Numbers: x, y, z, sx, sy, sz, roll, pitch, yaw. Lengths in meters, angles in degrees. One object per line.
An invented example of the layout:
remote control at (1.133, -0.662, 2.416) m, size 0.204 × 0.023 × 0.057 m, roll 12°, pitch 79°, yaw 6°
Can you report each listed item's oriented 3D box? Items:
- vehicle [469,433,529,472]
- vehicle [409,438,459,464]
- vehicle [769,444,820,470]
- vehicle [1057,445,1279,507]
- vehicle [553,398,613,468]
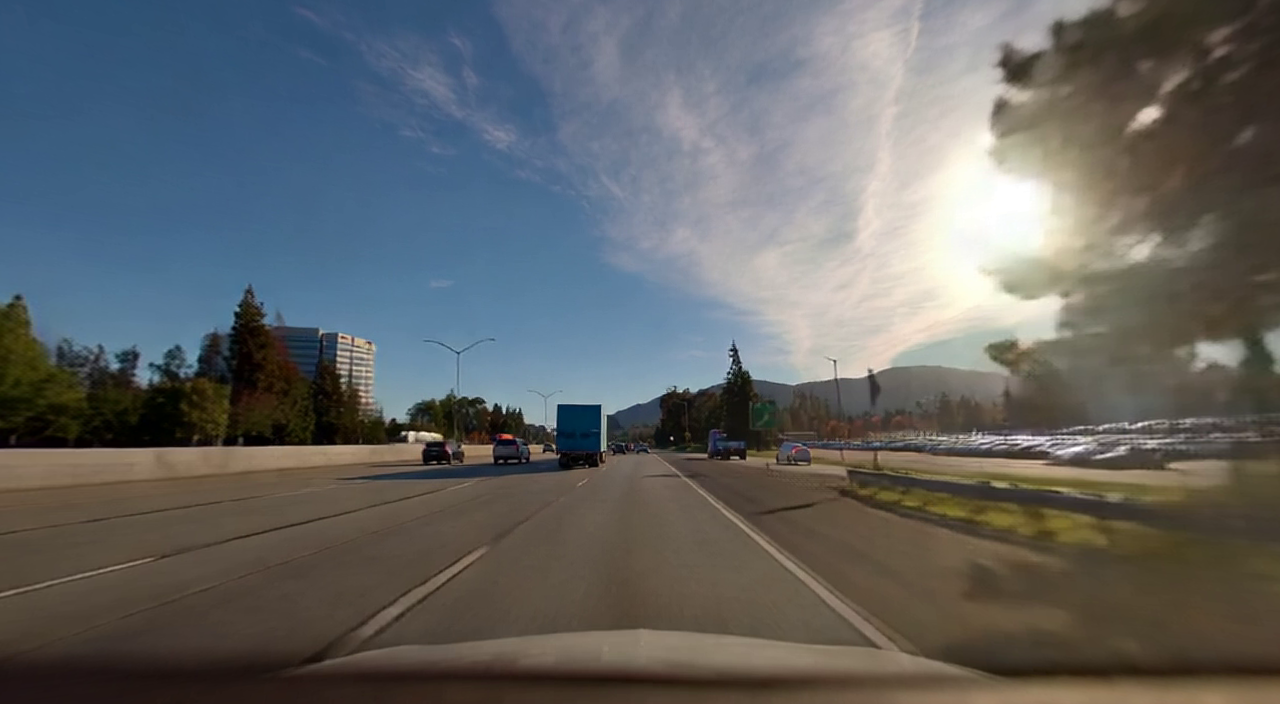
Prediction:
vehicle at (-7.199, 5.191, 32.718) m, size 2.058 × 1.840 × 4.443 m, roll 0°, pitch -8°, yaw 1°
vehicle at (-14.430, 6.955, 44.437) m, size 1.997 × 1.695 × 4.492 m, roll 0°, pitch -8°, yaw 1°
vehicle at (10.662, 7.272, 43.974) m, size 2.083 × 1.706 × 4.129 m, roll 1°, pitch -8°, yaw -7°
vehicle at (14.767, 3.416, 17.997) m, size 2.022 × 1.505 × 4.786 m, roll 1°, pitch -8°, yaw -8°
vehicle at (-3.604, 5.656, 43.243) m, size 2.905 × 4.037 × 12.921 m, roll 0°, pitch -8°, yaw 0°
